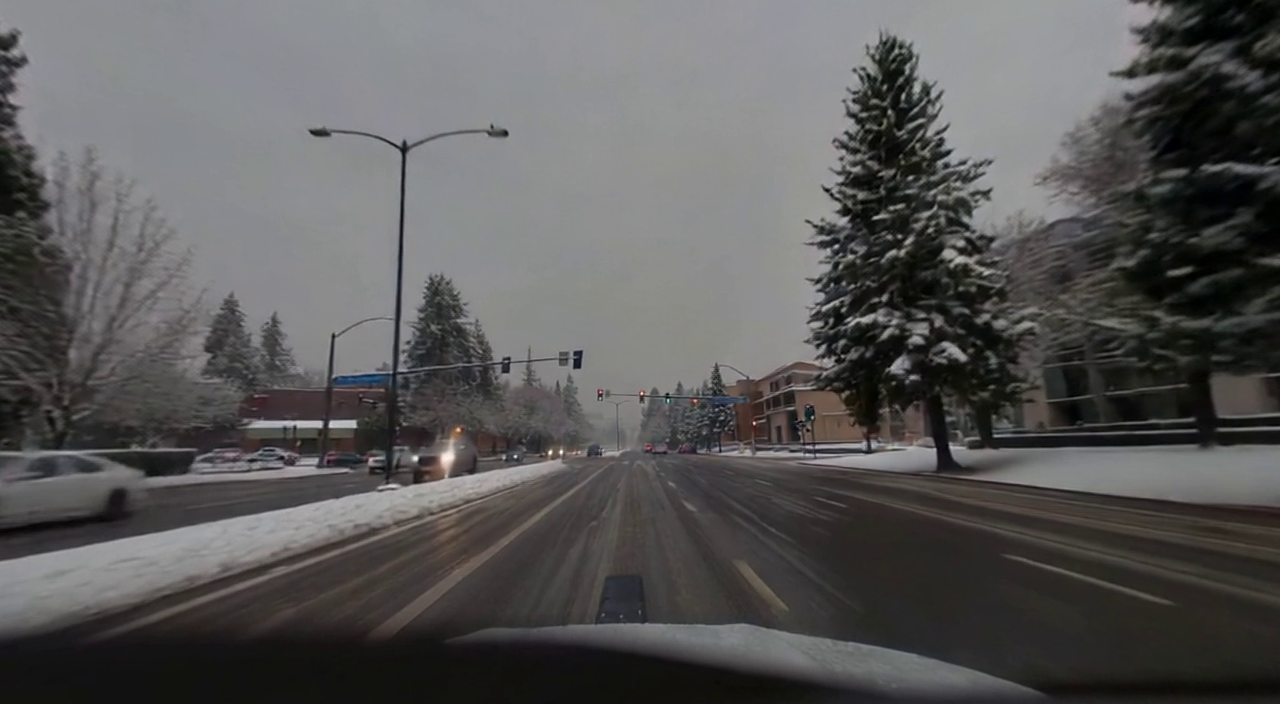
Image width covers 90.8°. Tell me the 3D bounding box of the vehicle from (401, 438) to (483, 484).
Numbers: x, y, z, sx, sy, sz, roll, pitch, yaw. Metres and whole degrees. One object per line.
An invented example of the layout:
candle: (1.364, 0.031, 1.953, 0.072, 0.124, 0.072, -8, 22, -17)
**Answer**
vehicle: (-8.571, 4.749, 27.847, 2.131, 1.836, 4.670, 0, -9, -1)

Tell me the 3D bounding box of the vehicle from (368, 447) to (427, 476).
vehicle: (-15.335, 6.921, 40.224, 1.978, 1.722, 4.383, 0, -9, 0)

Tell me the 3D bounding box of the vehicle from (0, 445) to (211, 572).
vehicle: (-8.454, 2.041, 8.732, 1.899, 1.465, 4.443, 0, -9, 0)
